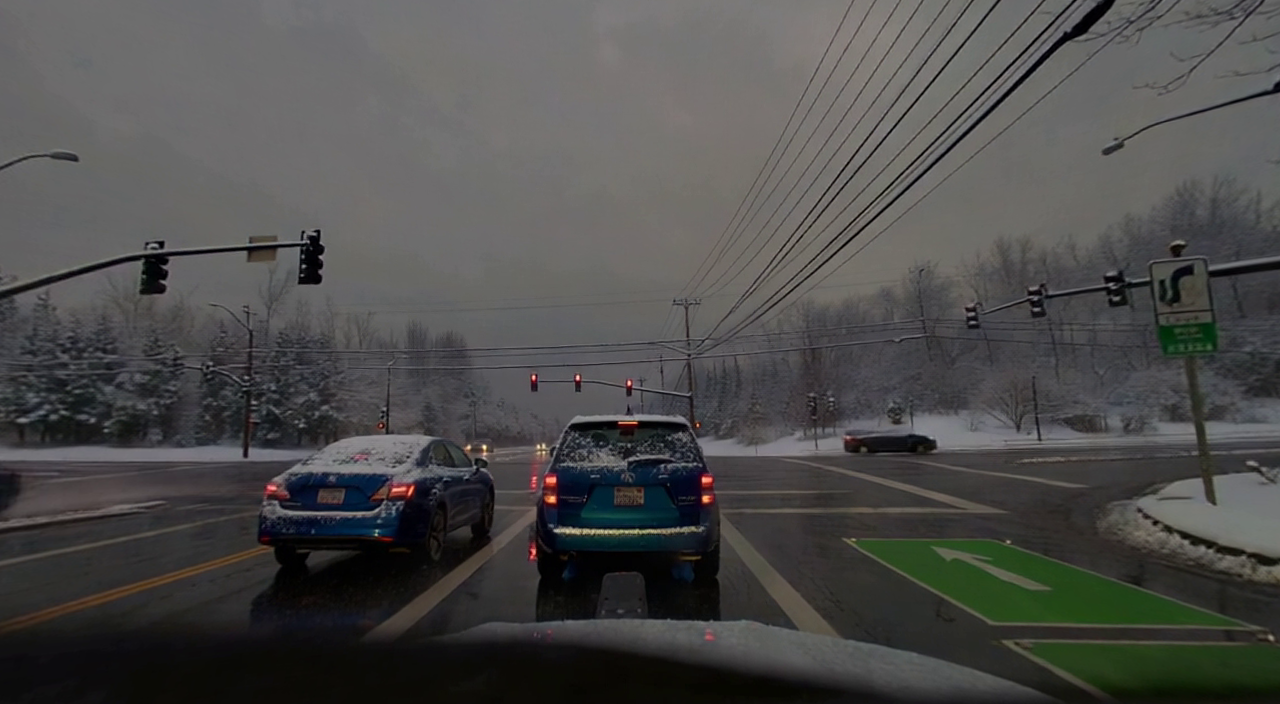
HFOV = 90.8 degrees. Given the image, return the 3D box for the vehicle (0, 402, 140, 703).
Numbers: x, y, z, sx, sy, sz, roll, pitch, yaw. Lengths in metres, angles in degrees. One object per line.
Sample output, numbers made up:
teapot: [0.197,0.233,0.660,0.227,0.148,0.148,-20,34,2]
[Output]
vehicle: [-3.348,0.658,0.442,1.928,1.488,4.936,0,-8,1]

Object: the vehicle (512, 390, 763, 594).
vehicle: [-0.055,1.519,7.623,2.182,1.773,4.041,0,-8,-1]

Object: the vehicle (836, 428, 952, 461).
vehicle: [11.748,4.294,29.299,4.715,1.438,2.023,-5,-10,29]

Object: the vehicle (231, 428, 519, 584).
vehicle: [-2.928,1.766,8.010,1.969,1.486,3.702,0,-8,1]
